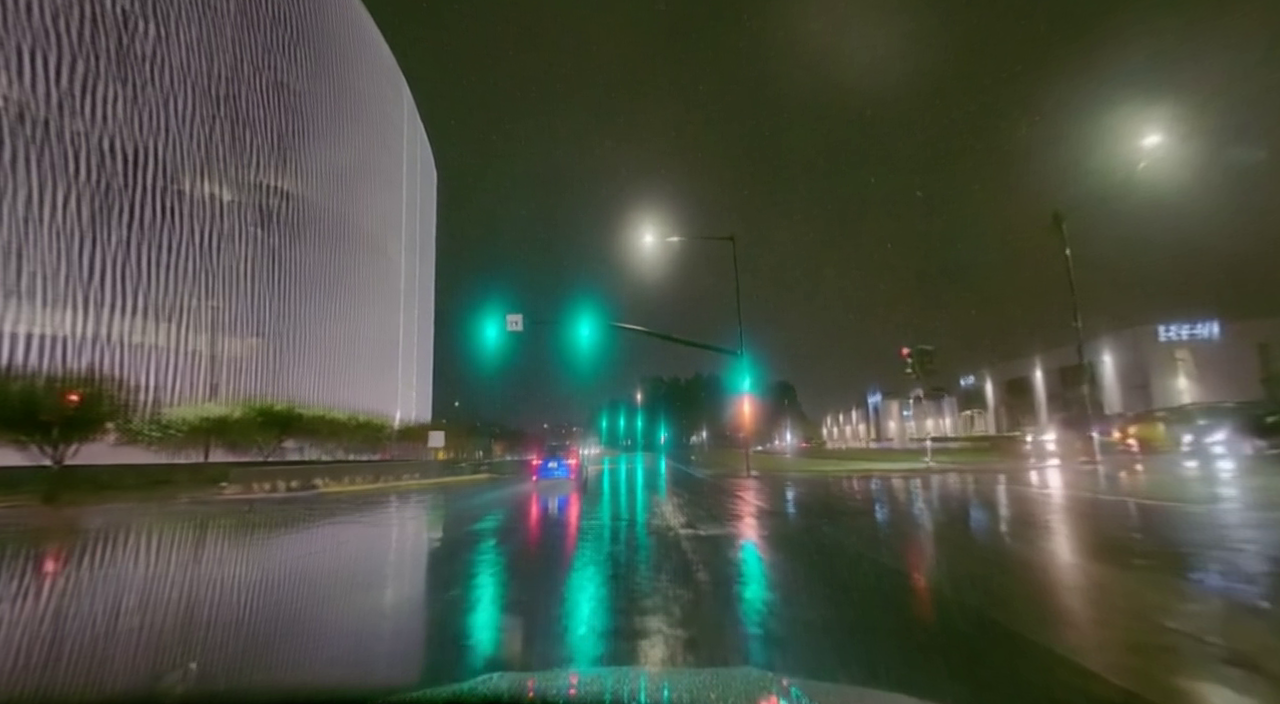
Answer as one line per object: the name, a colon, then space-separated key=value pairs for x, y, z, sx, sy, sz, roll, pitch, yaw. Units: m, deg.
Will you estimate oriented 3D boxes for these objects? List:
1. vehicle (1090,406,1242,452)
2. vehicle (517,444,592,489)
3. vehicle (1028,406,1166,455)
vehicle: x=19.291 y=2.907 z=23.385 sx=2.004 sy=1.530 sz=4.158 roll=0 pitch=-9 yaw=0
vehicle: x=-3.004 y=4.132 z=23.107 sx=1.971 sy=1.486 sz=4.380 roll=-1 pitch=-9 yaw=3
vehicle: x=16.699 y=2.958 z=23.327 sx=1.851 sy=1.594 sz=4.324 roll=0 pitch=-9 yaw=0
